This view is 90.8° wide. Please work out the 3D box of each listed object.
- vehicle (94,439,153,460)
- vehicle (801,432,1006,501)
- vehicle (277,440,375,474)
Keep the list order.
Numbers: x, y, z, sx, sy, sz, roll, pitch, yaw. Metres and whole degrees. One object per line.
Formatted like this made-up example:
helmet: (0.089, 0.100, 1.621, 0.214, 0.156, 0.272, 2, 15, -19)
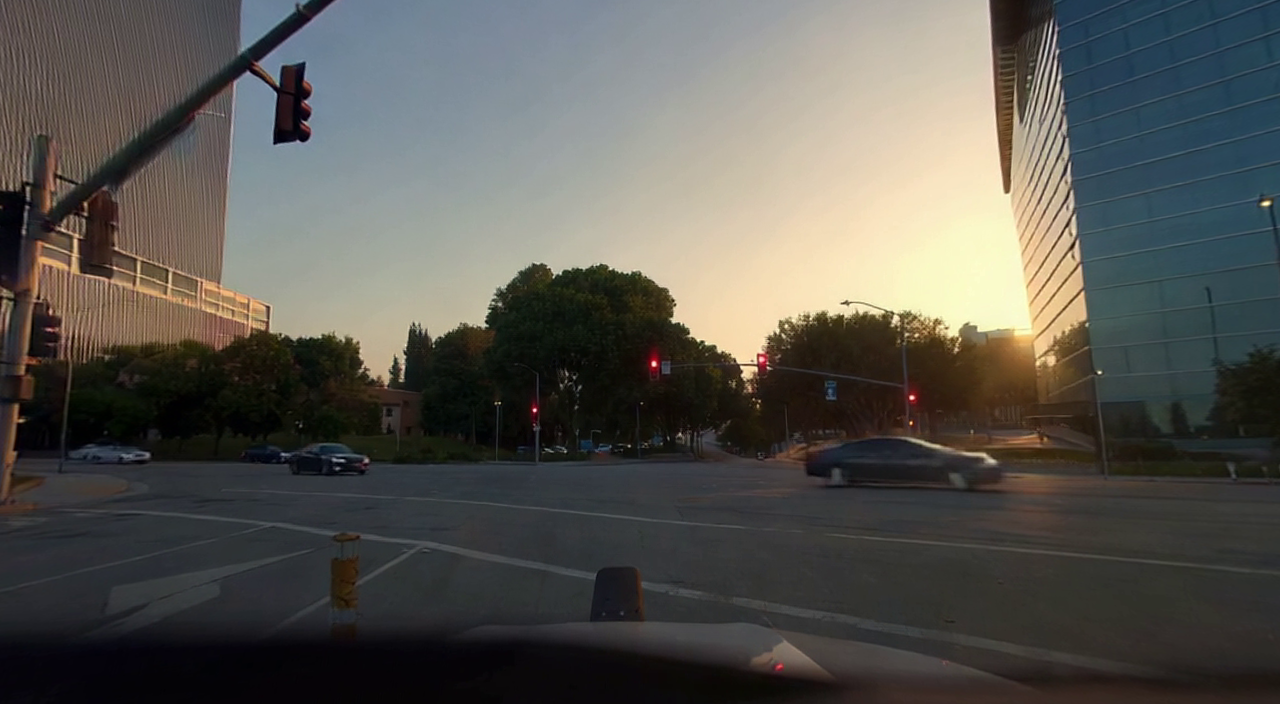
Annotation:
vehicle: (-39.931, 7.544, 48.843, 4.110, 1.511, 1.883, -4, -10, 27)
vehicle: (7.054, 3.036, 17.186, 4.698, 1.609, 1.975, -7, -11, 37)
vehicle: (-14.551, 4.811, 29.182, 4.798, 1.461, 1.939, -6, -10, 35)
